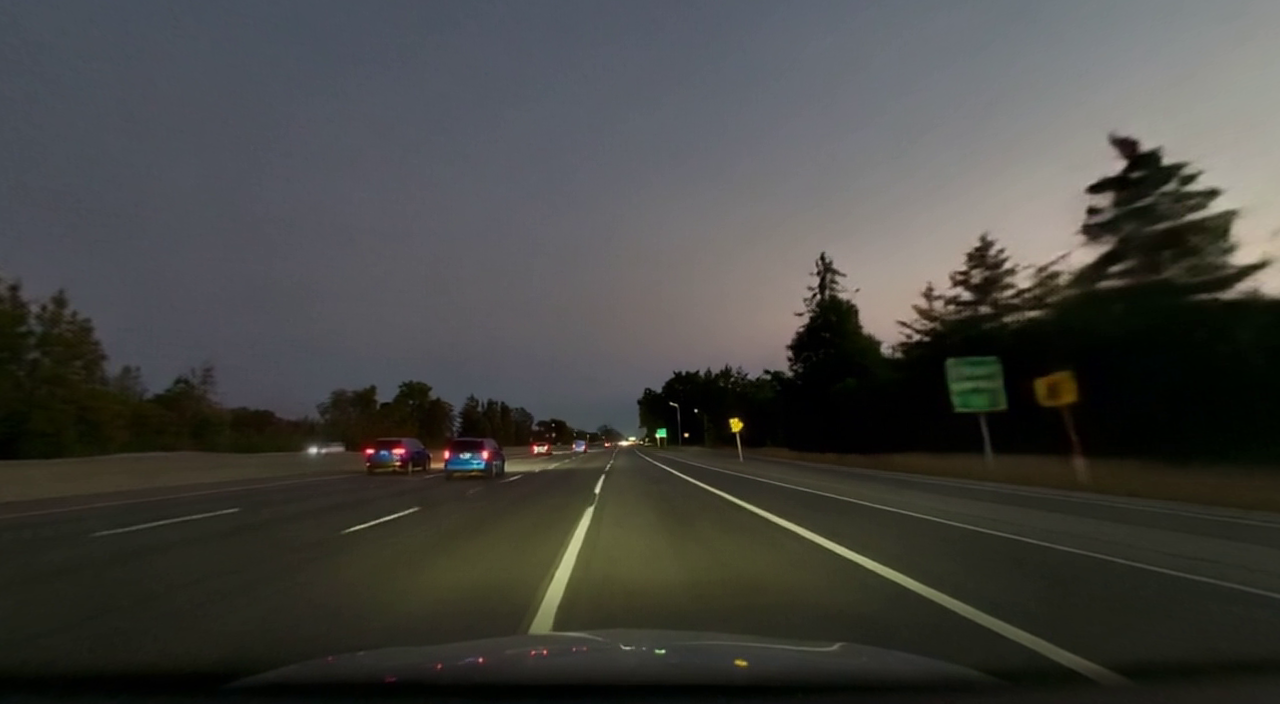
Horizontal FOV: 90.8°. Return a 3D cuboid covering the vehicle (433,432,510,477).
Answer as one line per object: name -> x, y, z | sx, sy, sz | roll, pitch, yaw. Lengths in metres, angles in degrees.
vehicle -> -7.132, 4.390, 27.260 | 2.146, 1.766, 4.502 | 0, -9, -1

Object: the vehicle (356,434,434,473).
vehicle -> -11.475, 4.795, 29.920 | 2.016, 1.711, 4.365 | 0, -9, -1
